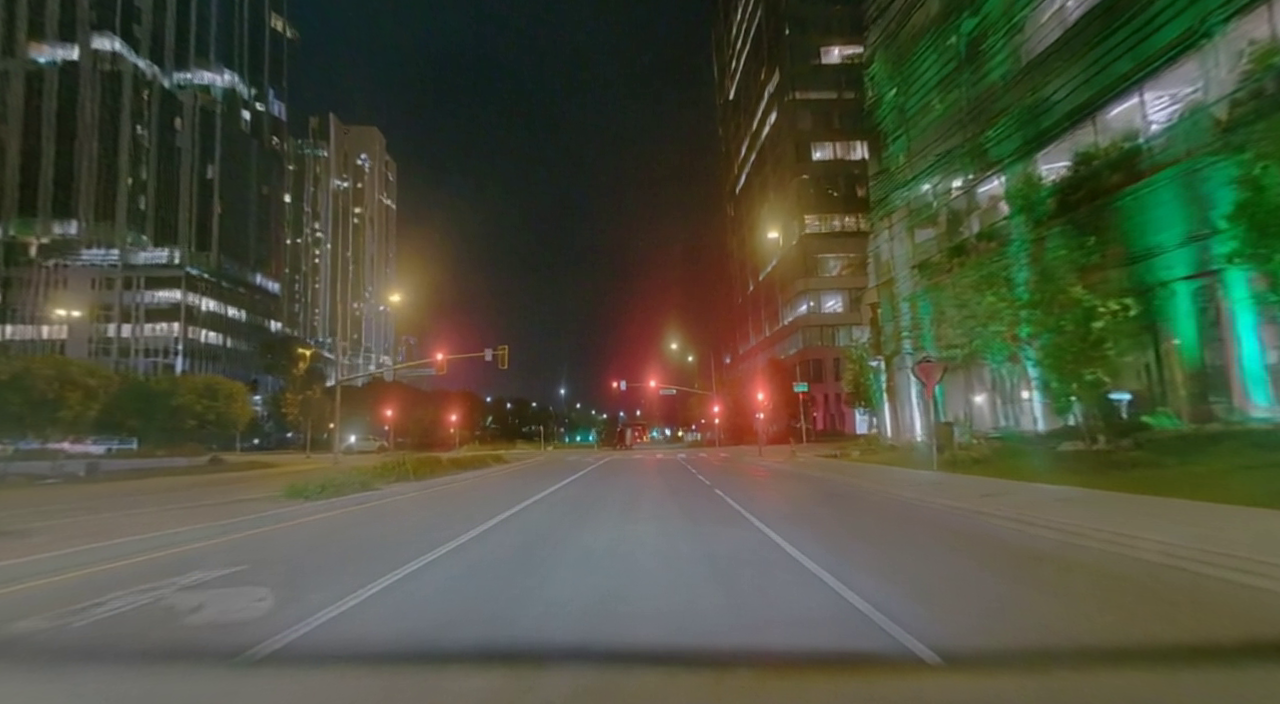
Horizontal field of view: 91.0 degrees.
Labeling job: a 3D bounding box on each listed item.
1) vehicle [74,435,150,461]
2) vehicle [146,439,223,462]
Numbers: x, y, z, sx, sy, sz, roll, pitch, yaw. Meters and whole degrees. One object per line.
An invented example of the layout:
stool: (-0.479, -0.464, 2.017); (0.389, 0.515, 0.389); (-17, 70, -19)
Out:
vehicle: (-37.293, 6.744, 44.588); (1.873, 1.657, 4.087); (-3, -7, -1)
vehicle: (-32.021, 6.937, 44.454); (1.852, 1.485, 4.683); (0, -8, 1)
